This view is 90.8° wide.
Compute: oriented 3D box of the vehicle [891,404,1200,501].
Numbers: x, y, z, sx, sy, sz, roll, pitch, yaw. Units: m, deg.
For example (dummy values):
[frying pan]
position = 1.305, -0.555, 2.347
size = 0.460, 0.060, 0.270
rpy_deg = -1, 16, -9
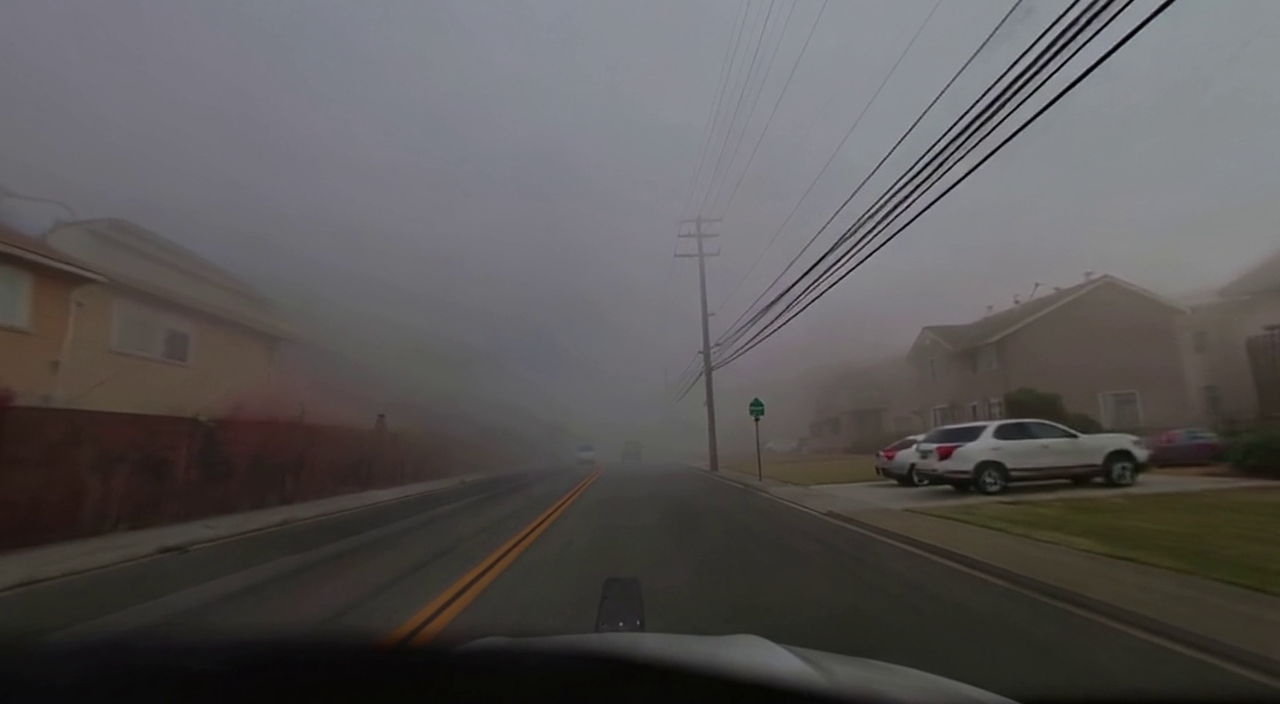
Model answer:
[vehicle]
position = 9.341, 2.370, 15.022
size = 5.590, 2.067, 2.553
rpy_deg = 0, -9, -3
